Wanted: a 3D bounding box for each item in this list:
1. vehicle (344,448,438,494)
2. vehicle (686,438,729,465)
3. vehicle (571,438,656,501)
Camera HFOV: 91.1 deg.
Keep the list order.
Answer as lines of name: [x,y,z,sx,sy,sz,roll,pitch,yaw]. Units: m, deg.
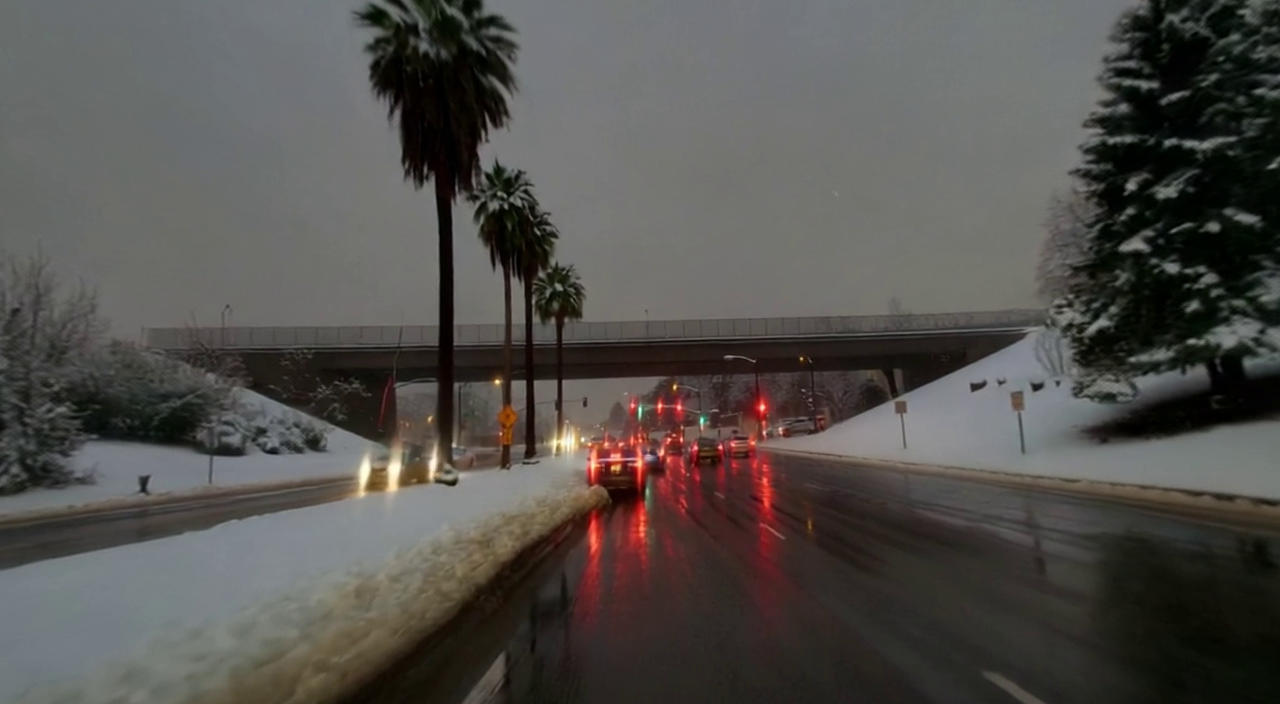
vehicle: [-9.627,4.612,24.724,1.937,1.521,4.523,0,-8,-1]
vehicle: [4.098,6.140,38.906,2.119,1.509,4.495,0,-8,-1]
vehicle: [-0.734,3.188,17.611,2.111,1.506,4.018,0,-8,-2]
